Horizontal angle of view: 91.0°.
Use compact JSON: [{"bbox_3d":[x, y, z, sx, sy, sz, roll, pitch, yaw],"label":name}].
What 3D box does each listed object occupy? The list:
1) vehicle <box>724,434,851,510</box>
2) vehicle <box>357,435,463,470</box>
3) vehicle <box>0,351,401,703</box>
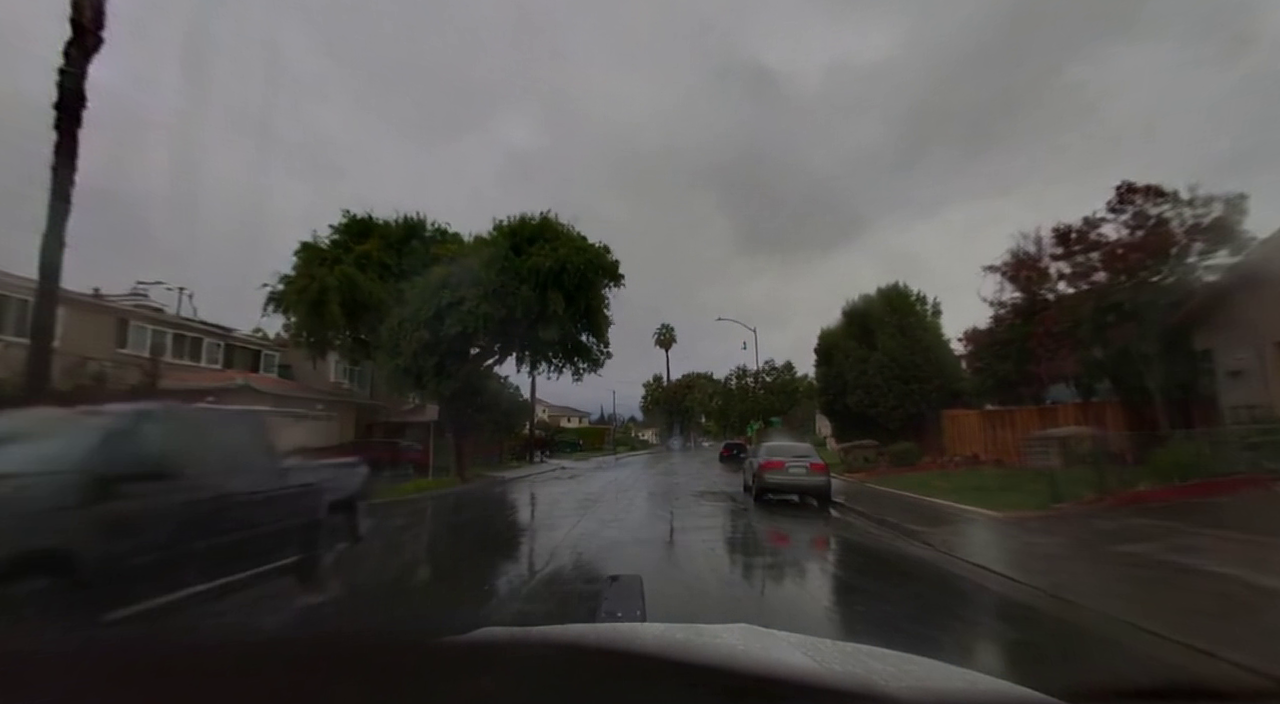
[{"bbox_3d":[3.278,2.761,14.949,2.045,1.519,4.231,0,-8,1],"label":"vehicle"},{"bbox_3d":[-12.248,5.364,33.622,5.015,1.746,1.968,-2,-9,13],"label":"vehicle"},{"bbox_3d":[-3.722,1.119,4.061,2.305,1.781,4.834,-1,-8,2],"label":"vehicle"}]
